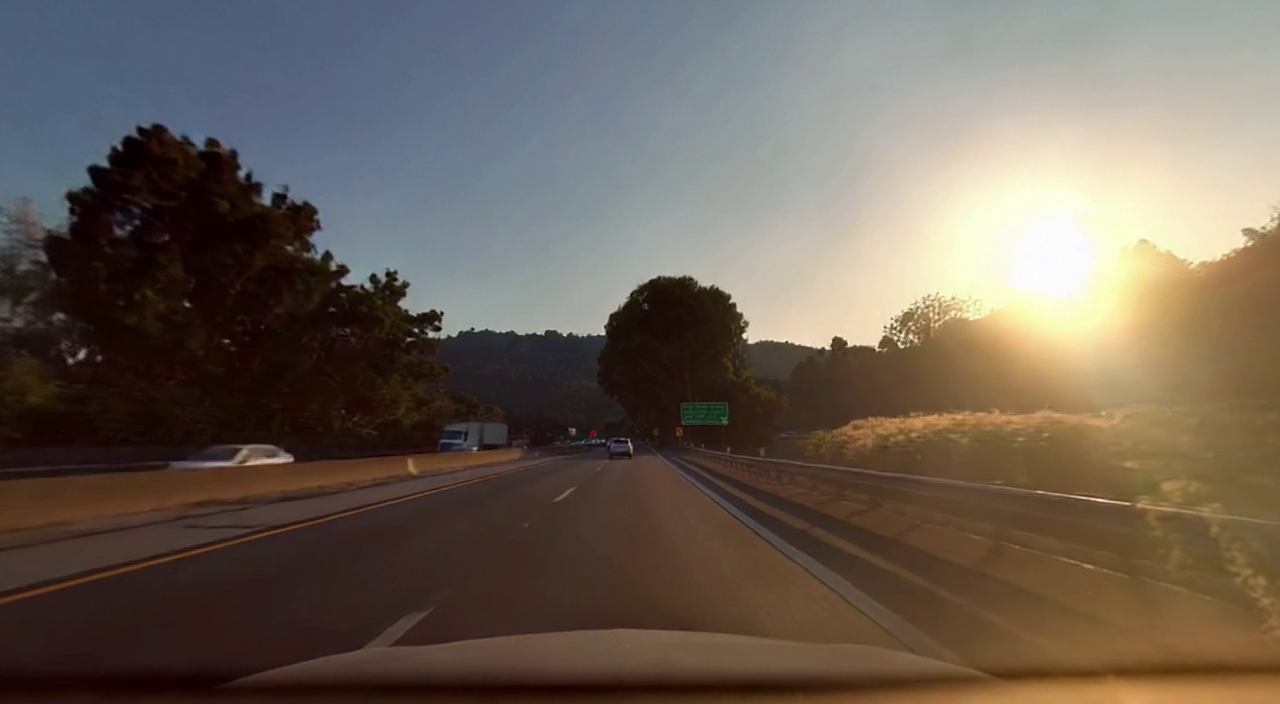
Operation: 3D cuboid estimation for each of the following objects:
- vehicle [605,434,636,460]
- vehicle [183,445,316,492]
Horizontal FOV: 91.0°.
[{"bbox_3d":[-1.420,7.040,46.865,2.188,1.825,4.282,0,-8,-1],"label":"vehicle"},{"bbox_3d":[-13.798,4.093,22.618,1.894,1.460,4.455,0,-8,0],"label":"vehicle"}]
